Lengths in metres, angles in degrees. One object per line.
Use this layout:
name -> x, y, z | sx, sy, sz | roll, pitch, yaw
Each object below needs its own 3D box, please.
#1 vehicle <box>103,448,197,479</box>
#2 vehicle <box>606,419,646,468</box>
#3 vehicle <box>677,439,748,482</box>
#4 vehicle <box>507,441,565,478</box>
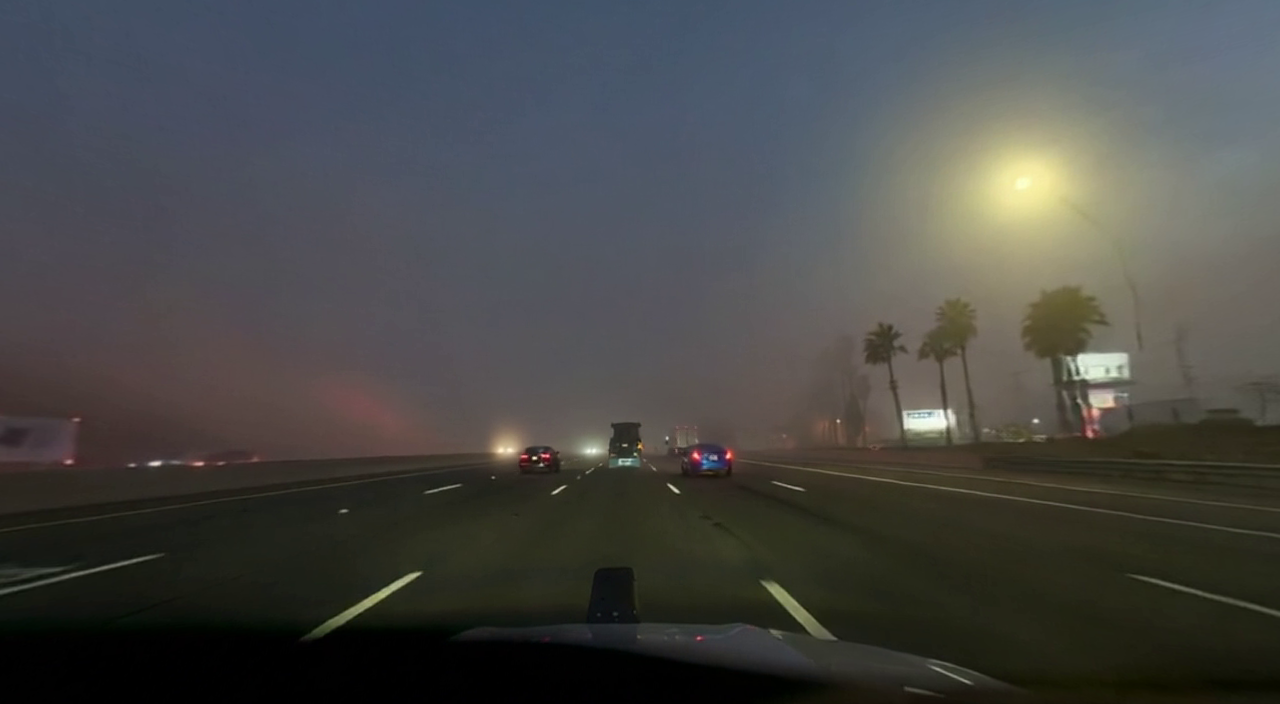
vehicle -> -31.347, 7.118, 40.616 | 2.126, 1.827, 4.880 | 0, -9, -1
vehicle -> -0.927, 5.992, 41.269 | 2.364, 2.953, 6.495 | 0, -8, -2
vehicle -> 2.872, 4.414, 26.058 | 2.175, 1.598, 4.584 | 0, -9, -3
vehicle -> -4.920, 5.132, 30.498 | 2.021, 1.598, 4.887 | 0, -9, -1
